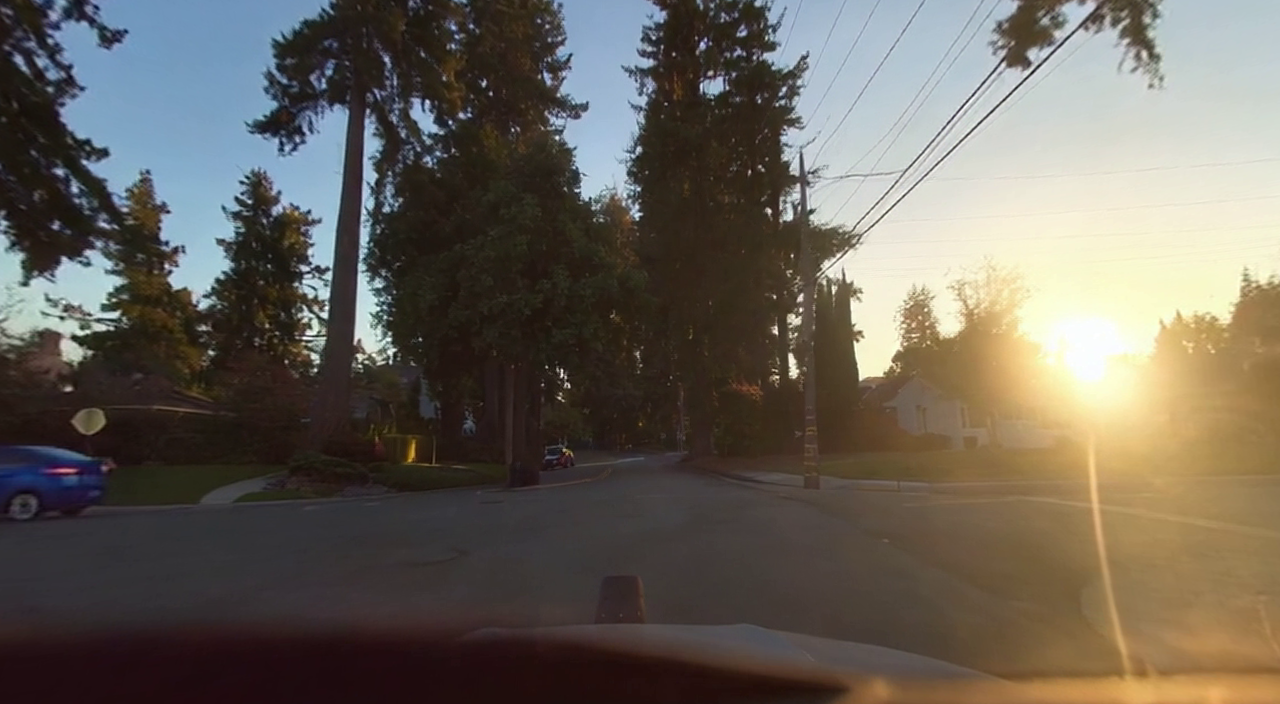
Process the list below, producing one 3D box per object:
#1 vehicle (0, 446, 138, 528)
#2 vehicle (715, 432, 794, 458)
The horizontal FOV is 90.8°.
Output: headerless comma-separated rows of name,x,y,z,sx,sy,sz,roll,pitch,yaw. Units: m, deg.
vehicle,-13.836,2.824,13.446,4.396,1.596,1.988,2,-8,-14
vehicle,7.491,6.107,41.674,4.784,1.647,1.947,0,-8,-5
